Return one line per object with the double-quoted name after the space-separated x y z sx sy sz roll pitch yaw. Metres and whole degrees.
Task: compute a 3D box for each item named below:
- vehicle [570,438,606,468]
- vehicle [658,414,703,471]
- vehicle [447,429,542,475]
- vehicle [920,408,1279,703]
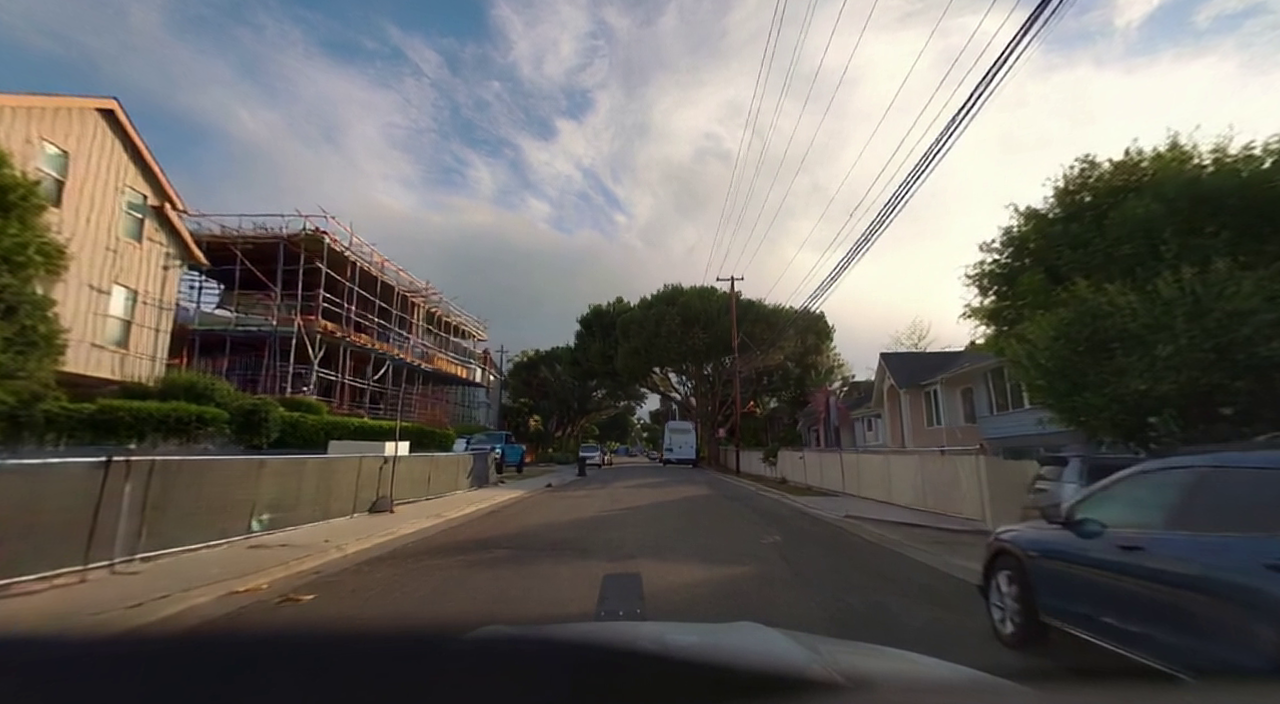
-3.966 7.767 48.828 2.171 1.910 4.789 -2 -4 3 "vehicle"
3.152 7.129 49.490 2.915 3.793 9.963 4 -8 4 "vehicle"
-6.467 4.562 28.913 2.238 1.895 5.648 -2 -9 9 "vehicle"
3.407 1.127 3.252 1.938 1.557 4.125 0 -9 -1 "vehicle"
